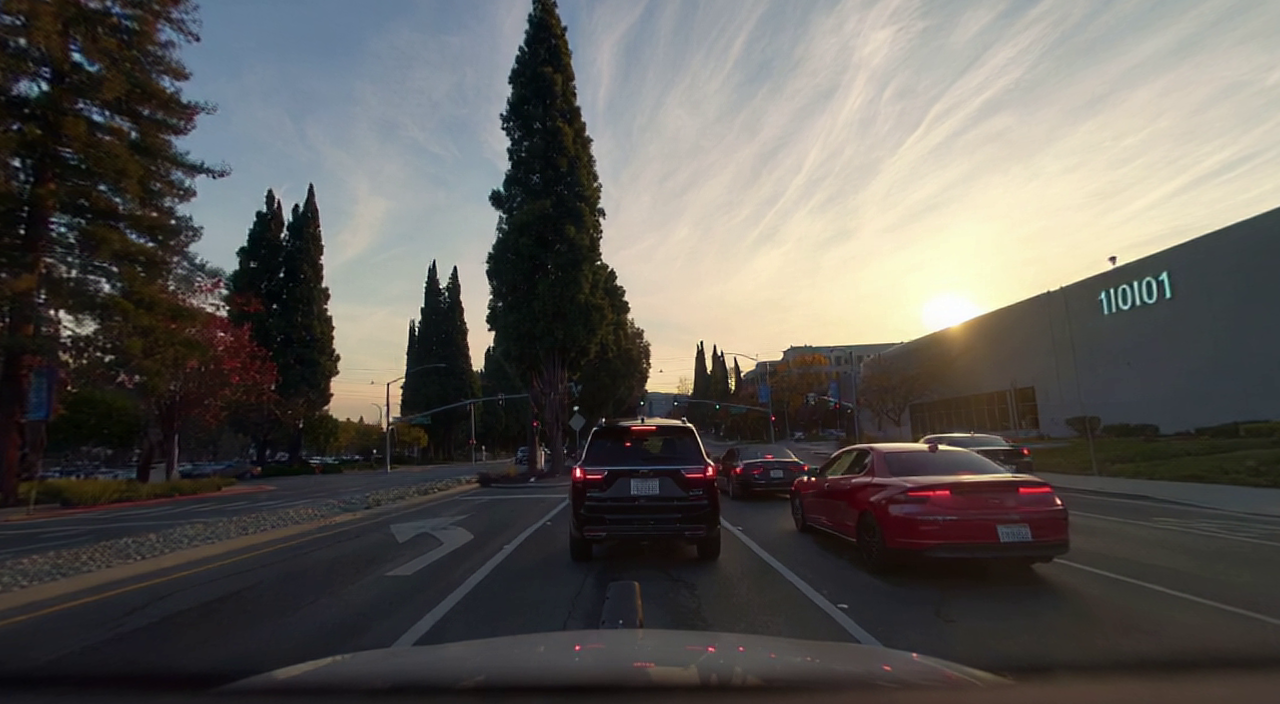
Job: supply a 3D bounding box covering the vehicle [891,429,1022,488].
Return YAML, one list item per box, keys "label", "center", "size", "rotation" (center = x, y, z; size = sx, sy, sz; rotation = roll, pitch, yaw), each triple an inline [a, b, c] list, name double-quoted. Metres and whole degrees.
- label: "vehicle"
  center: [10.858, 3.693, 22.124]
  size: [2.123, 1.812, 4.553]
  rotation: [0, -9, -1]

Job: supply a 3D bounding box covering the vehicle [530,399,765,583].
- label: "vehicle"
  center: [0.065, 1.654, 8.257]
  size: [2.266, 1.762, 4.131]
  rotation: [0, -9, 0]

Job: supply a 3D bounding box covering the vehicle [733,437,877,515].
- label: "vehicle"
  center: [3.494, 2.712, 14.357]
  size: [1.997, 1.471, 4.321]
  rotation: [0, -9, -1]
